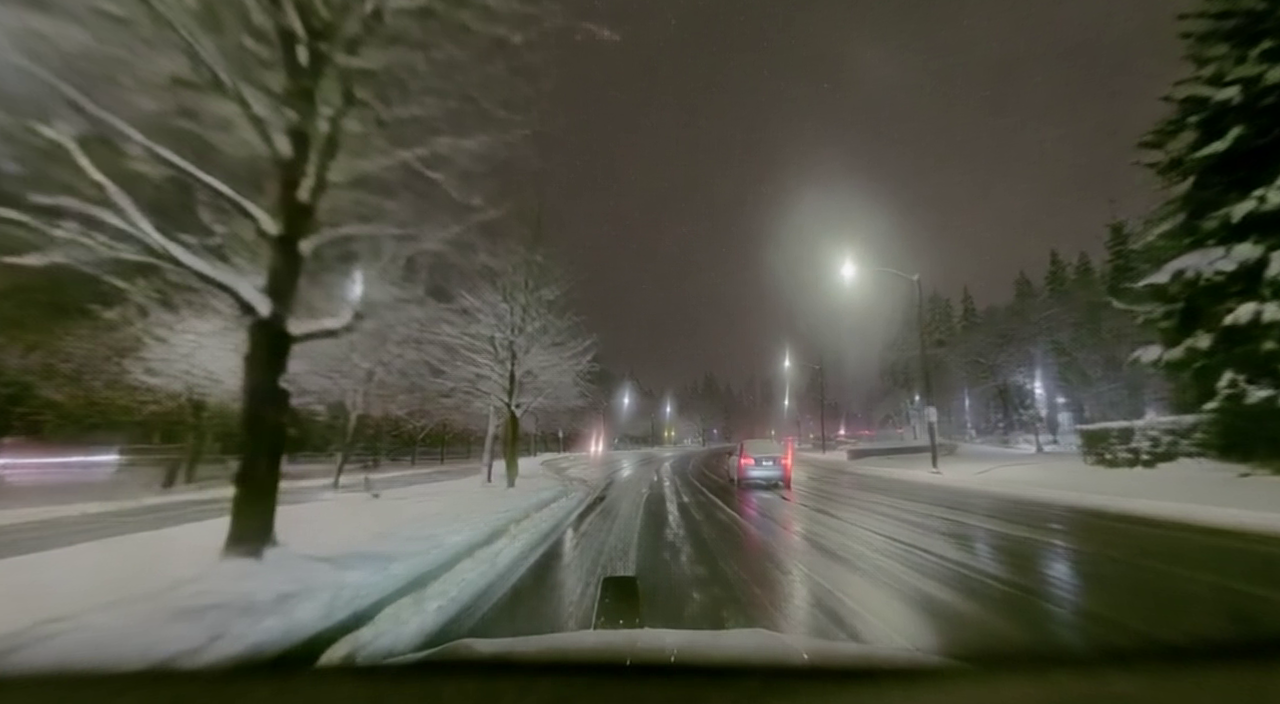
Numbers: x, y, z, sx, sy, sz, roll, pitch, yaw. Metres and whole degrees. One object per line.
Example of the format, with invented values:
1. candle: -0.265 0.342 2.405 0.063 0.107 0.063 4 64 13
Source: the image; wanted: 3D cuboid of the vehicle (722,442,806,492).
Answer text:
1. vehicle: 4.004 3.799 21.196 1.928 1.481 4.453 0 -9 0
